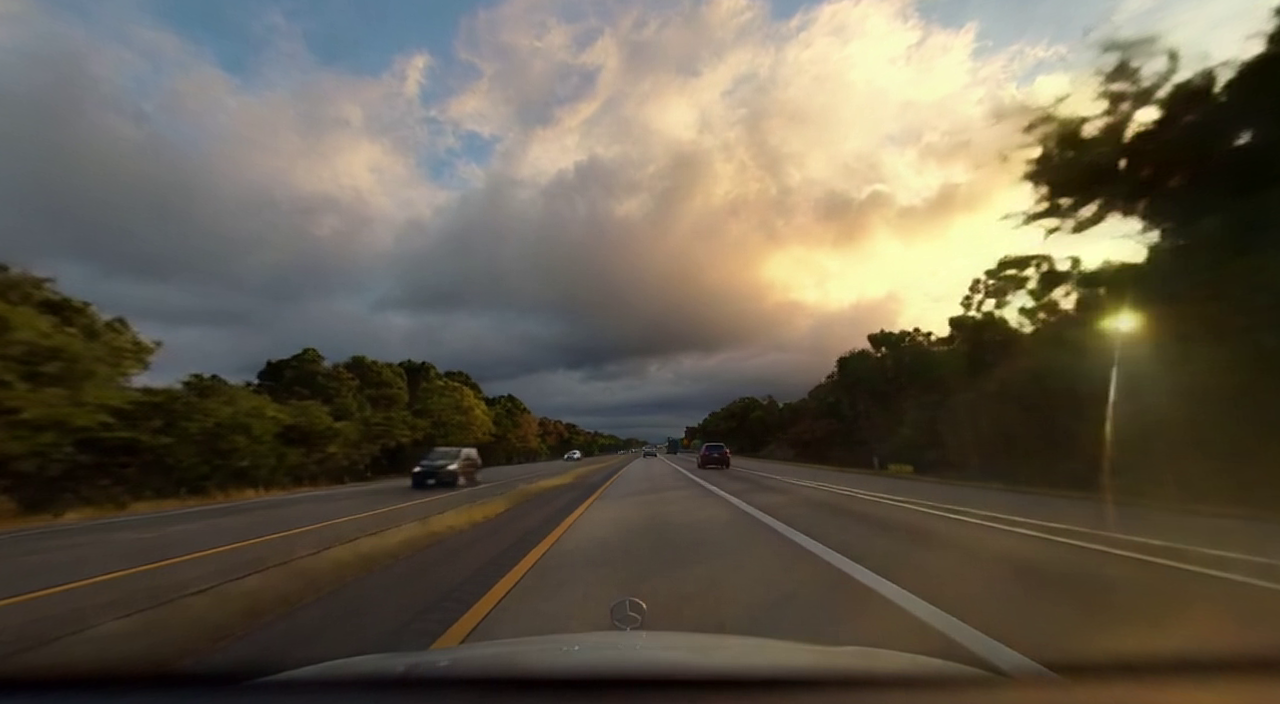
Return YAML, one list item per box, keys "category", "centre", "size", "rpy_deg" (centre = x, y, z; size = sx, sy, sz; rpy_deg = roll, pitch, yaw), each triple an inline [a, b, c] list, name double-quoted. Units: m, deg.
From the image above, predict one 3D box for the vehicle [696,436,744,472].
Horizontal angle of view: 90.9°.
- category: "vehicle"
  centre: [4.709, 6.112, 37.808]
  size: [2.189, 2.007, 4.872]
  rpy_deg: [0, -9, -1]

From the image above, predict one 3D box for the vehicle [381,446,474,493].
- category: "vehicle"
  centre: [-8.598, 4.775, 26.019]
  size: [2.094, 1.707, 4.766]
  rpy_deg: [0, -9, 0]
